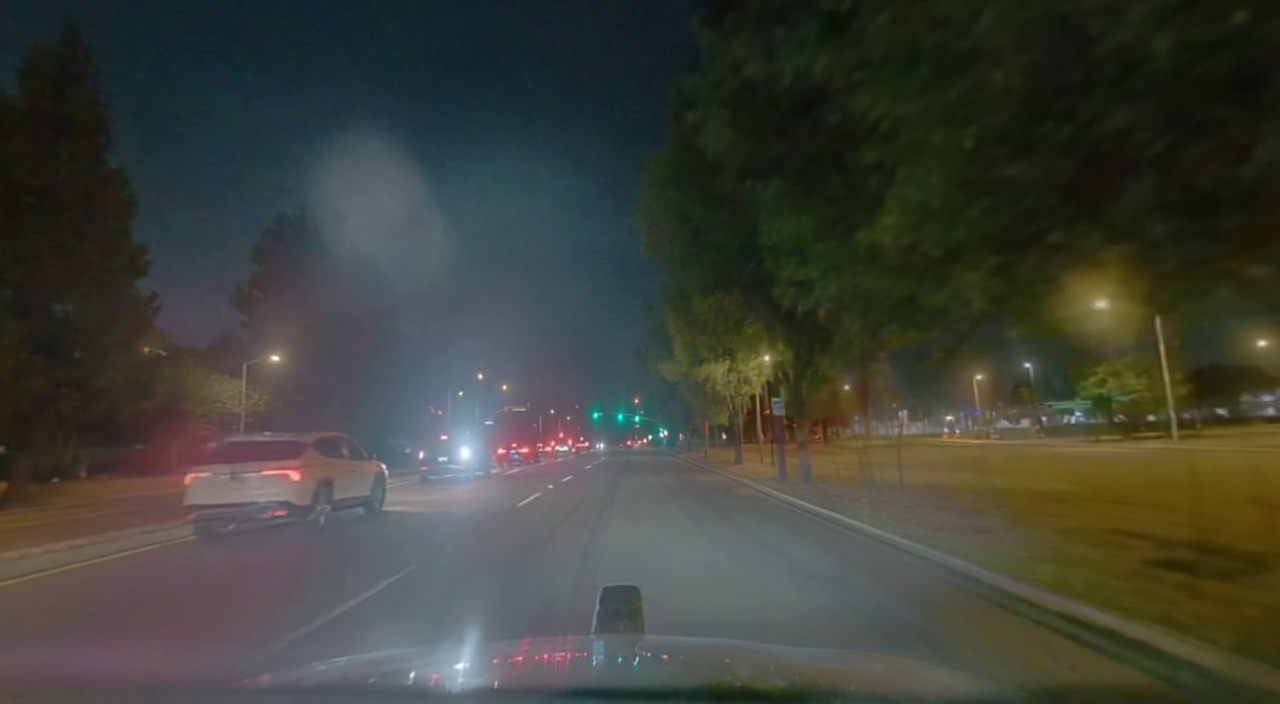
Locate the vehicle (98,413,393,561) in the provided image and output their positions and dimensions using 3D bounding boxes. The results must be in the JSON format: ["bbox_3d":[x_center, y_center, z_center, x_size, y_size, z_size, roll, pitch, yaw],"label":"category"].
[{"bbox_3d":[-5.445,1.876,9.547,2.041,1.698,4.094,0,-8,-5],"label":"vehicle"}]

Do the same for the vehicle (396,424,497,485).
[{"bbox_3d":[-6.522,3.512,21.981,2.337,1.862,4.924,0,-8,-5],"label":"vehicle"}]

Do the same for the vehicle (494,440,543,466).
[{"bbox_3d":[-7.367,6.144,38.720,2.030,1.482,4.818,0,-8,1],"label":"vehicle"}]
